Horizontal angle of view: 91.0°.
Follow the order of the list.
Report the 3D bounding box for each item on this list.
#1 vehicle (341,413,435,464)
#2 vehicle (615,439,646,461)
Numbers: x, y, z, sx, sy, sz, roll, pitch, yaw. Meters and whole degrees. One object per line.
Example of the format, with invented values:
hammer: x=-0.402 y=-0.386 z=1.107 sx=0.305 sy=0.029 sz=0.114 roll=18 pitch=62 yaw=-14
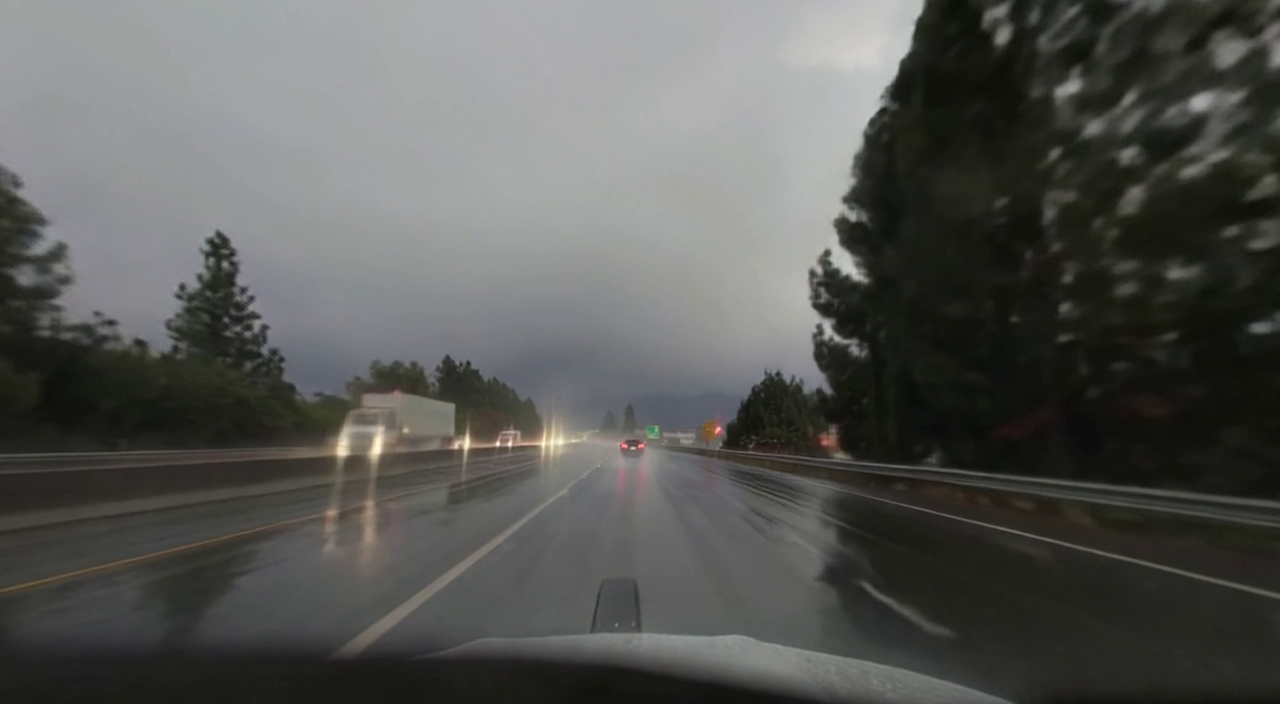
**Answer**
vehicle: x=-12.439 y=4.360 z=31.656 sx=2.371 sy=2.306 sz=5.978 roll=0 pitch=-8 yaw=-1
vehicle: x=-0.737 y=7.065 z=45.593 sx=2.099 sy=1.504 sz=3.843 roll=0 pitch=-8 yaw=-2
